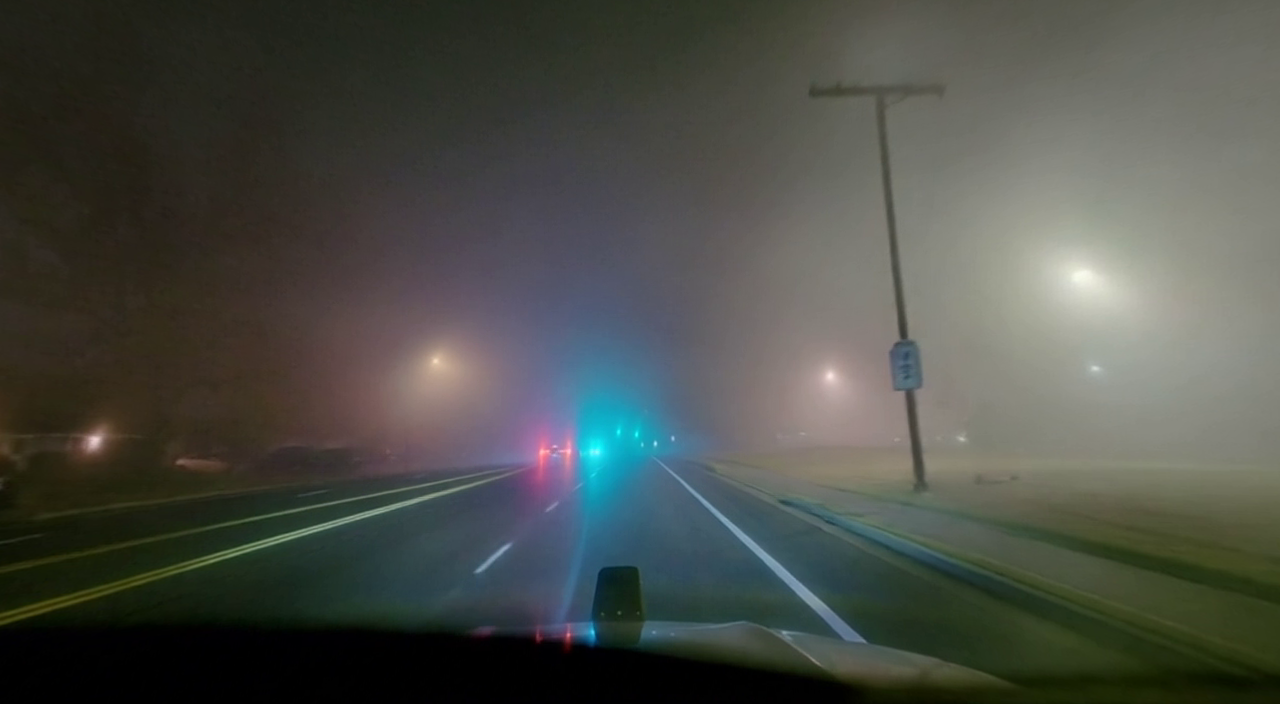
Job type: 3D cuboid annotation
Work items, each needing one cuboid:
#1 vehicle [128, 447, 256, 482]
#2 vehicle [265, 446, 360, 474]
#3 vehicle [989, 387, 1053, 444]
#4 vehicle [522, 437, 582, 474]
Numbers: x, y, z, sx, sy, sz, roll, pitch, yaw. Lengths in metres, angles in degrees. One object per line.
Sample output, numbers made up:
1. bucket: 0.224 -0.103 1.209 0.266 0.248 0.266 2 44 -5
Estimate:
1. vehicle: -26.282 6.602 37.215 6.046 1.942 2.085 -1 -8 4
2. vehicle: -21.009 6.932 40.634 4.866 1.749 2.158 0 -8 1
3. vehicle: 17.670 3.073 29.369 2.153 2.355 5.958 -5 -10 30
4. vehicle: -3.722 4.449 27.413 2.030 1.467 4.251 0 -8 -1
